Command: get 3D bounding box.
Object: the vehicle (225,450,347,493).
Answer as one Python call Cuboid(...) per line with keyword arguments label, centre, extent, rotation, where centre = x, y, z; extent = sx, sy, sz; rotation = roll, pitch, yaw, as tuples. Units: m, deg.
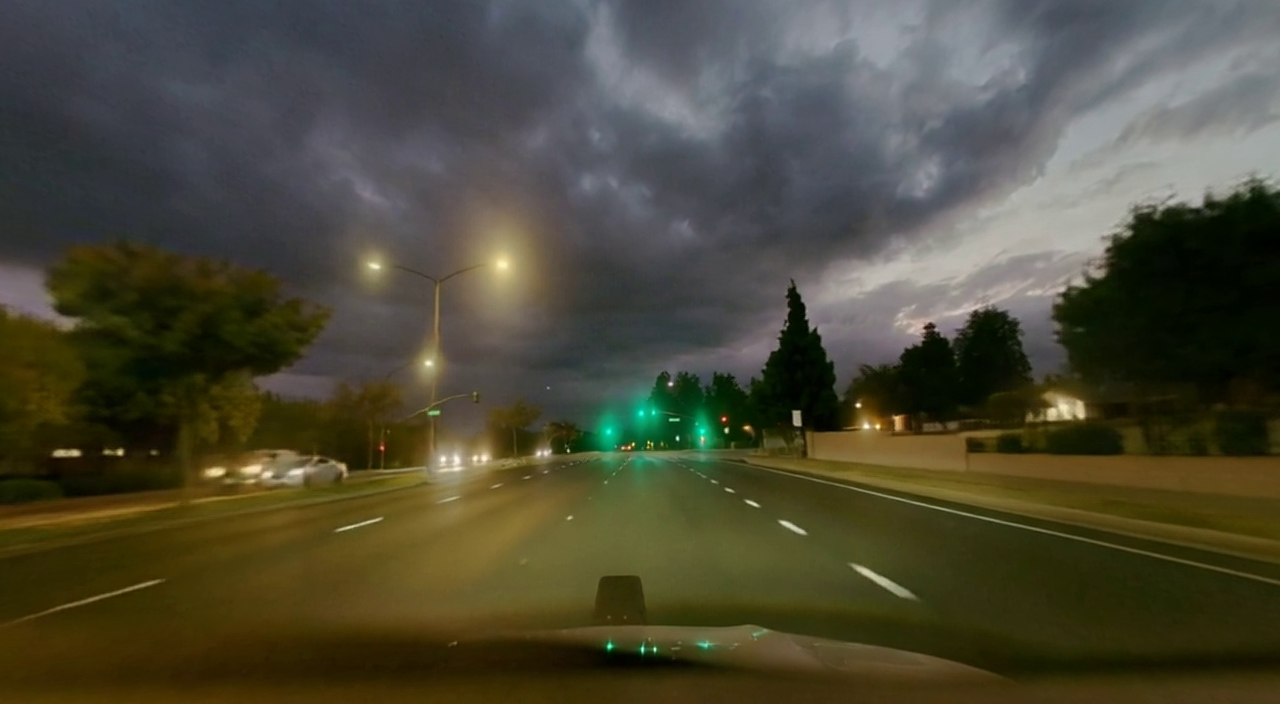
Cuboid(label="vehicle", centre=(-13.313, 4.487, 24.064), extent=(1.954, 1.457, 4.516), rotation=(-1, -9, 1))
